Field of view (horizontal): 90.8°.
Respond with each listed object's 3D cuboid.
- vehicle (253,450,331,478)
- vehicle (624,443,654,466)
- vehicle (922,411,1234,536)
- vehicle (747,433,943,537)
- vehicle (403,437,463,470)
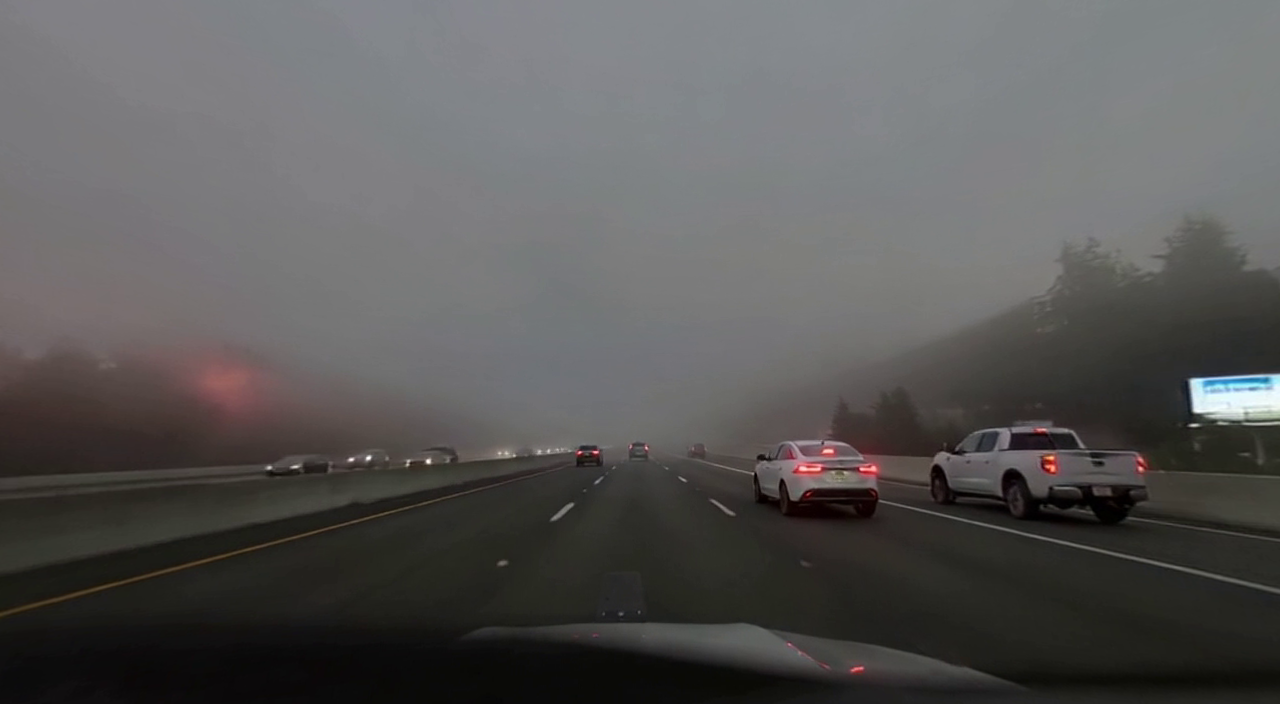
[{"bbox_3d":[-19.976,6.452,36.549,1.851,1.470,4.754,0,-9,-1],"label":"vehicle"},{"bbox_3d":[-0.142,7.809,48.235,2.191,1.685,4.015,0,-9,-2],"label":"vehicle"},{"bbox_3d":[7.457,2.132,11.647,2.176,1.793,4.841,0,-9,-1],"label":"vehicle"},{"bbox_3d":[3.420,2.307,11.632,1.987,1.509,4.512,0,-9,-1],"label":"vehicle"},{"bbox_3d":[-14.699,7.239,45.280,2.438,2.164,5.666,0,-9,0],"label":"vehicle"}]
